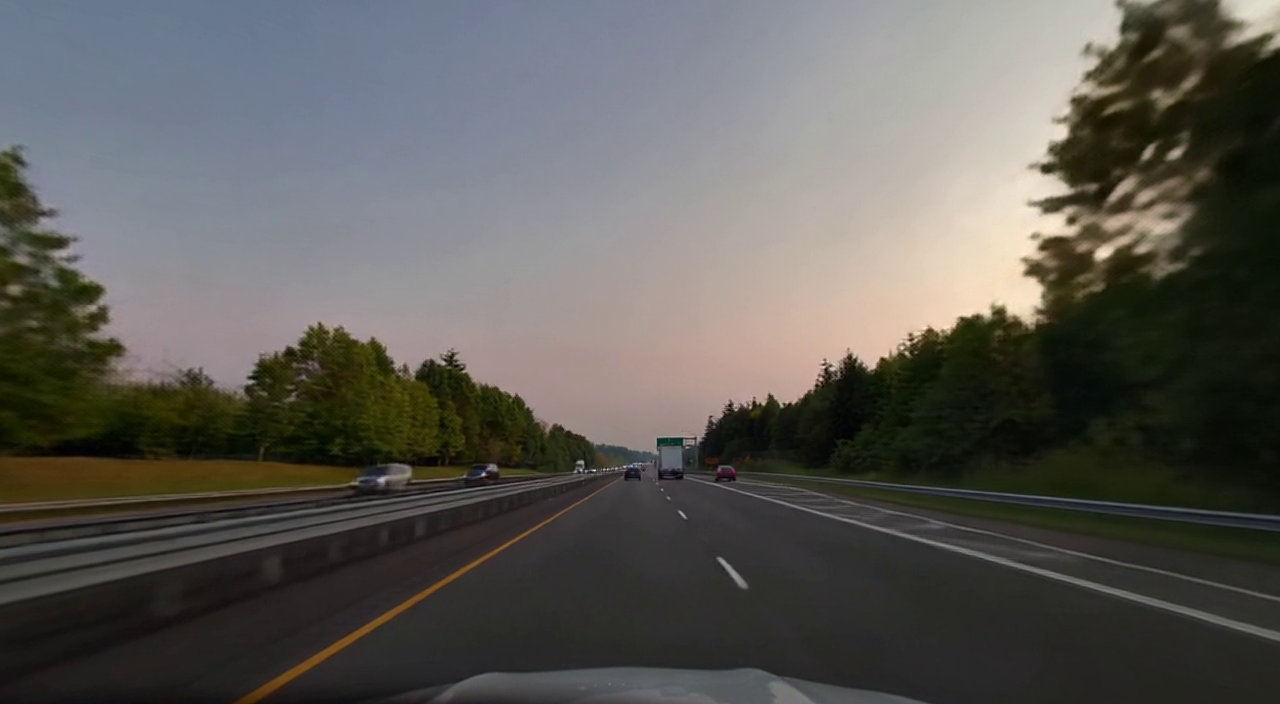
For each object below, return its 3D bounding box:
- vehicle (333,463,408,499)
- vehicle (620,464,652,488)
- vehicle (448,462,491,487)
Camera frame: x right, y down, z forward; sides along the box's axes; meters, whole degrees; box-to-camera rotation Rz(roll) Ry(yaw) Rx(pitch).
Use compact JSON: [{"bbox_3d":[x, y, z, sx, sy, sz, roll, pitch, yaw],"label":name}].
[{"bbox_3d":[-13.719,6.605,32.348,1.934,1.679,4.086,1,-10,0],"label":"vehicle"},{"bbox_3d":[-0.276,8.118,41.280,2.025,1.452,3.927,1,-10,-1],"label":"vehicle"},{"bbox_3d":[-13.197,9.519,48.994,2.114,1.757,4.350,1,-10,-1],"label":"vehicle"}]
